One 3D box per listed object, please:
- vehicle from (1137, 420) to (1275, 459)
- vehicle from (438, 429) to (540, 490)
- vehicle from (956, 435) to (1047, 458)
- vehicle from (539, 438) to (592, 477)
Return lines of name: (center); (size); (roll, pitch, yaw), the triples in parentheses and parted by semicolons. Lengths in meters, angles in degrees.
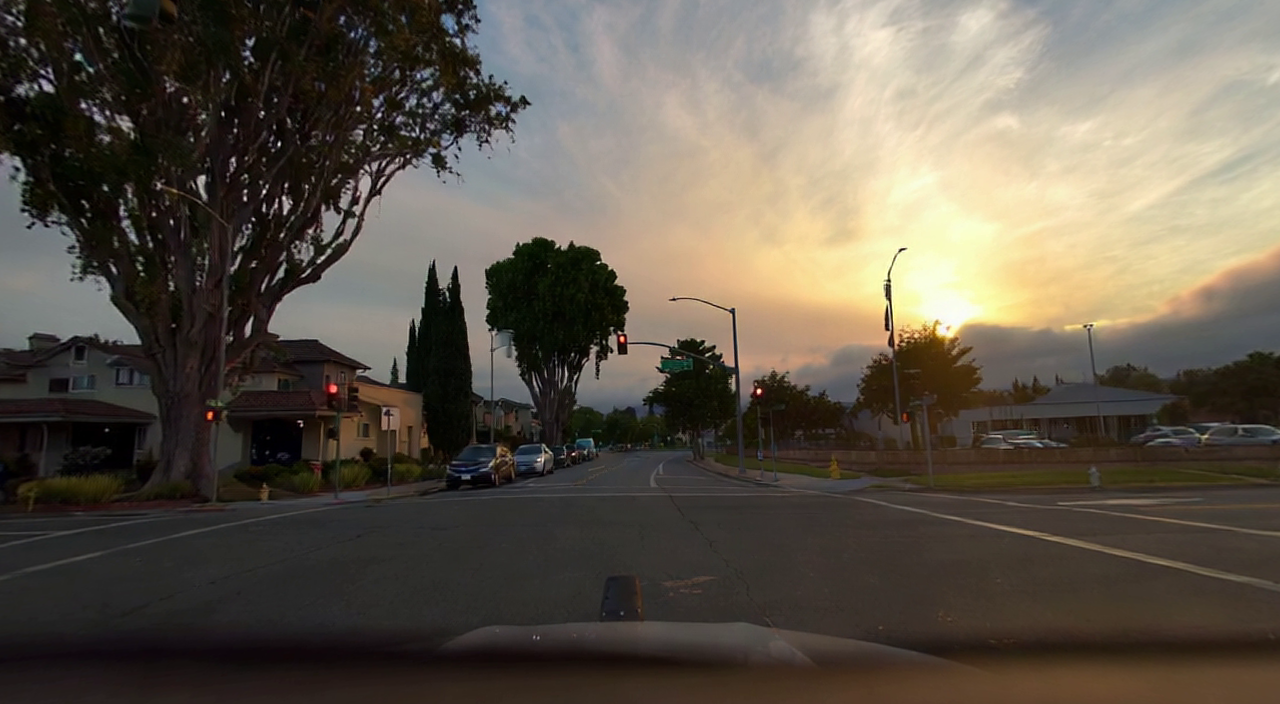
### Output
vehicle: (33.254, 5.164, 37.243); (5.969, 2.149, 2.331); (0, -9, -3)
vehicle: (-6.514, 4.776, 28.524); (2.896, 2.339, 7.322); (0, -8, -1)
vehicle: (25.002, 6.556, 43.839); (5.172, 1.515, 1.851); (0, -8, -2)
vehicle: (-3.667, 5.287, 31.889); (2.120, 1.783, 4.788); (0, -9, 0)
